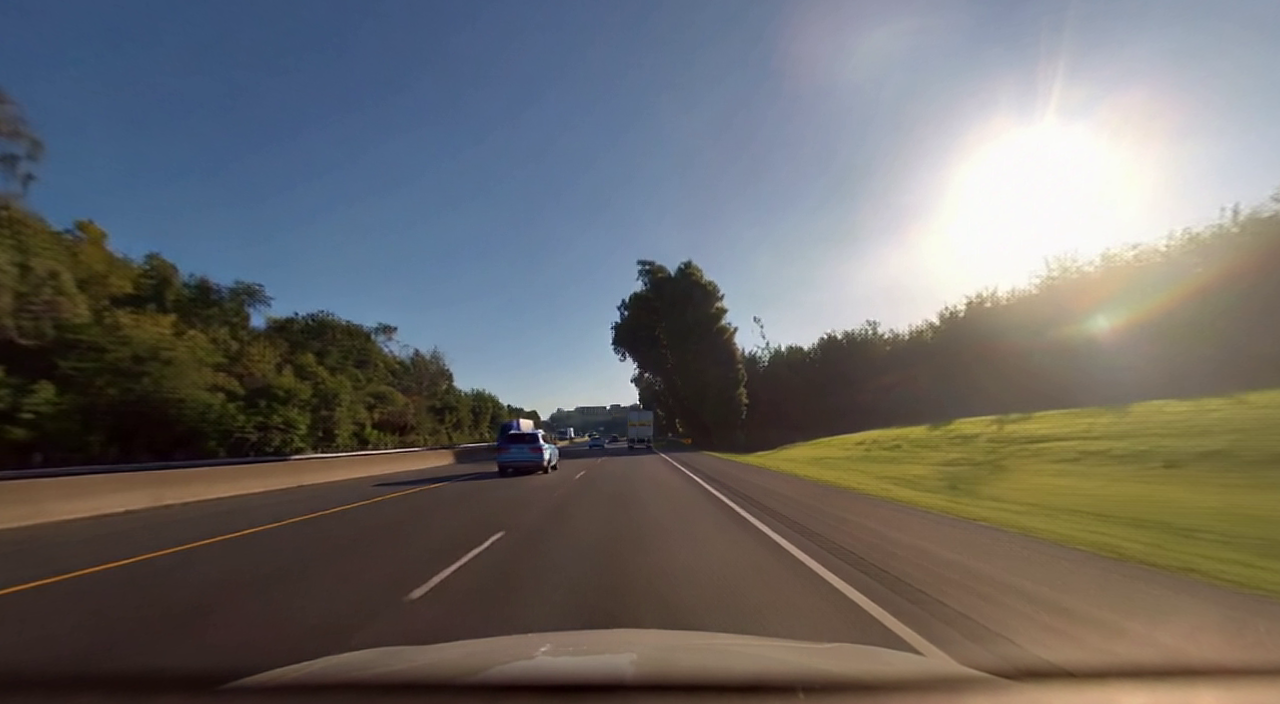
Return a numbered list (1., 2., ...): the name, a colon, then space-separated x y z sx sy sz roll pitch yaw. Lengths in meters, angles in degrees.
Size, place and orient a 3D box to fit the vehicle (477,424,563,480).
1. vehicle: -3.863 3.282 21.063 2.045 1.655 4.301 0 -8 0
